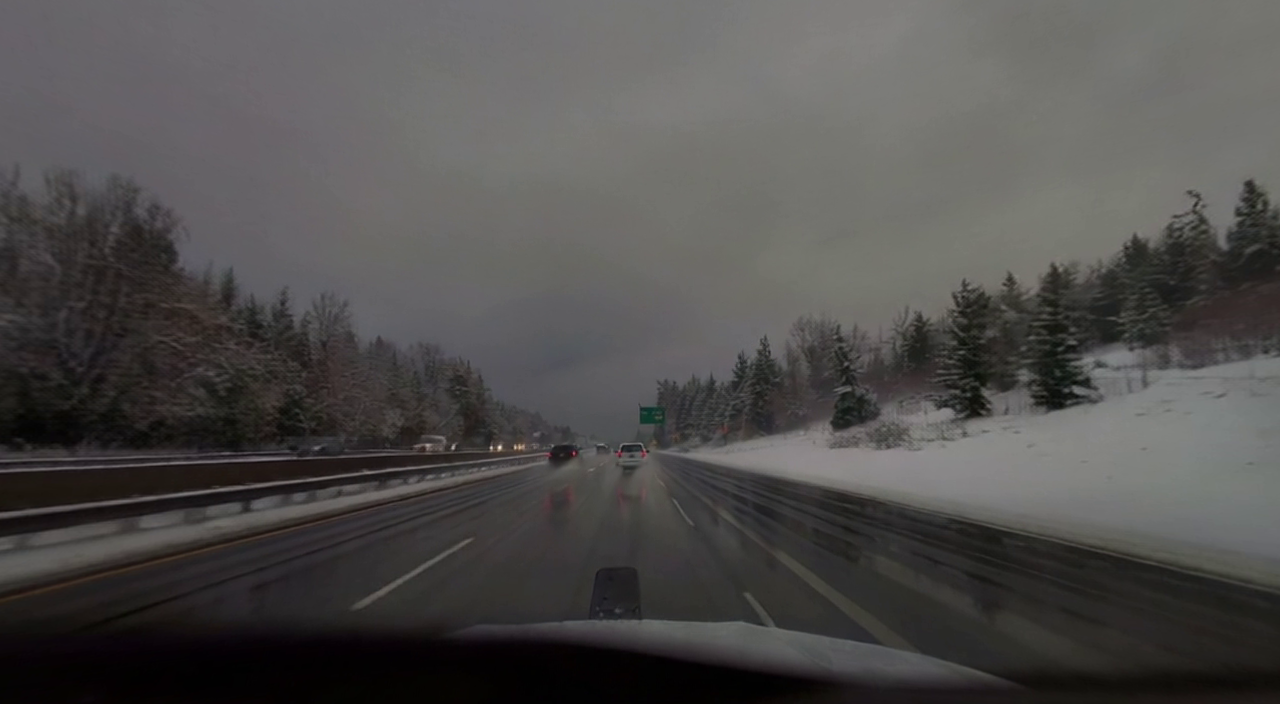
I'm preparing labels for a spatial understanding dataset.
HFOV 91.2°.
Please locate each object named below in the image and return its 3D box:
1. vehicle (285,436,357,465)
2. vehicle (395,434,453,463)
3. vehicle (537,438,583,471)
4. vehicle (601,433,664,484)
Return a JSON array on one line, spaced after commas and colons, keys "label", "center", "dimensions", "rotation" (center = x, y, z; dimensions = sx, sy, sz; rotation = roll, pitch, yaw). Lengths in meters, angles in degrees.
[{"label": "vehicle", "center": [-18.502, 5.736, 36.565], "dimensions": [1.873, 1.586, 4.367], "rotation": [-1, -9, 0]}, {"label": "vehicle", "center": [-13.292, 6.003, 38.850], "dimensions": [1.995, 1.636, 4.605], "rotation": [-1, -9, 0]}, {"label": "vehicle", "center": [-4.460, 5.818, 35.610], "dimensions": [1.974, 1.688, 4.727], "rotation": [-1, -9, 0]}, {"label": "vehicle", "center": [-0.276, 3.863, 22.992], "dimensions": [2.115, 1.661, 4.049], "rotation": [0, -9, 0]}]
